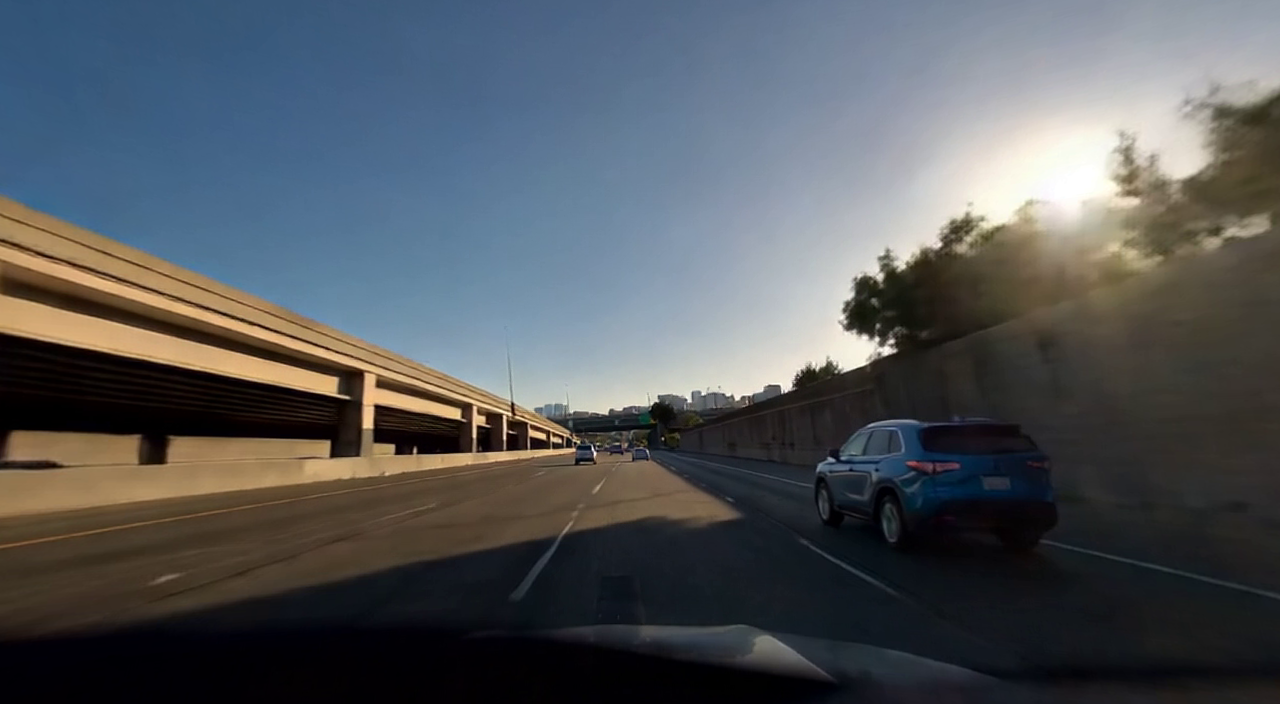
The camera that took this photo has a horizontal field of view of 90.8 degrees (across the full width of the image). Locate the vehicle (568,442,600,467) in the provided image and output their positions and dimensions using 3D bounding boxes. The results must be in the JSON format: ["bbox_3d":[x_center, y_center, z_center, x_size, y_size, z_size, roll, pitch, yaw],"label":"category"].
[{"bbox_3d":[-3.984,7.339,45.456,2.000,1.646,4.201,0,-8,-1],"label":"vehicle"}]

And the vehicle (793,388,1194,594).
[{"bbox_3d":[3.772,1.591,8.135,2.288,1.841,4.779,0,-8,-1],"label":"vehicle"}]

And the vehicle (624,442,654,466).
[{"bbox_3d":[-0.129,7.561,47.084,2.132,1.657,3.967,0,-8,-2],"label":"vehicle"}]
